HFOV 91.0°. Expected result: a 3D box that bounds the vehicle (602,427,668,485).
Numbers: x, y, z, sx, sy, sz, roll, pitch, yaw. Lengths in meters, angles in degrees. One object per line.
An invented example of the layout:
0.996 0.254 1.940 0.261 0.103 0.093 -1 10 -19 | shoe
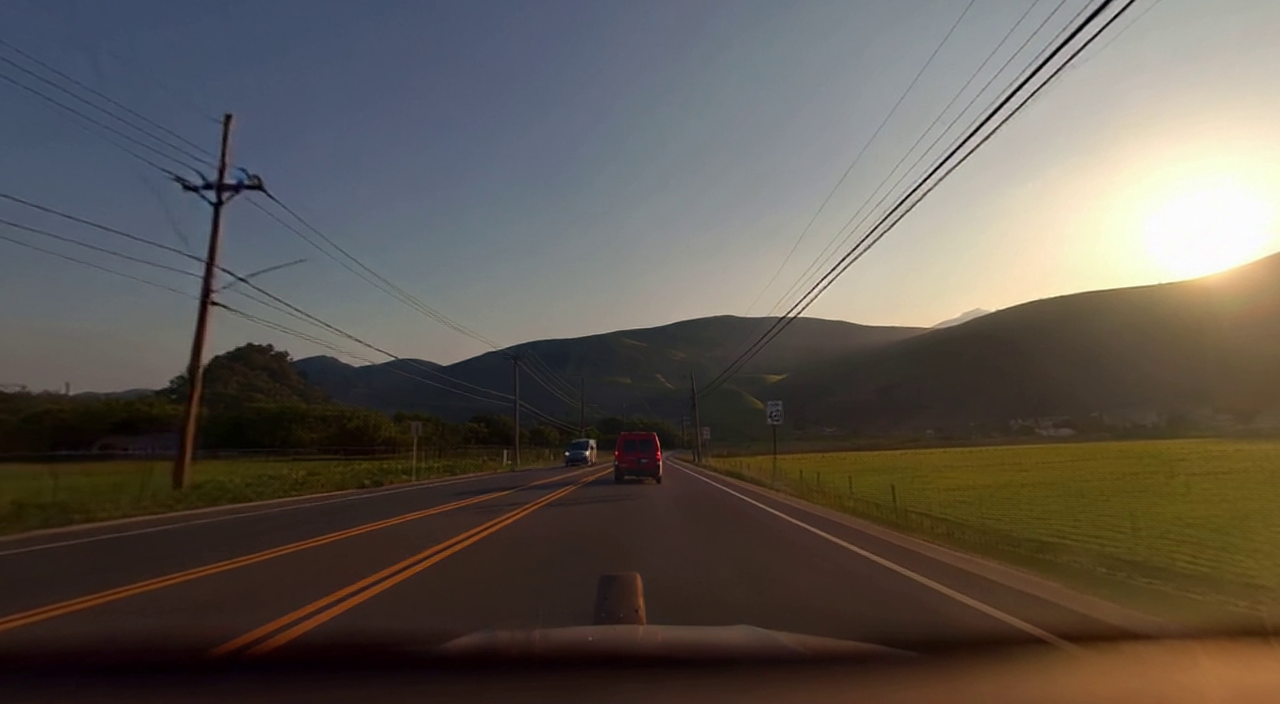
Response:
-0.123 4.259 26.034 2.454 2.144 4.535 0 -8 2 | vehicle
